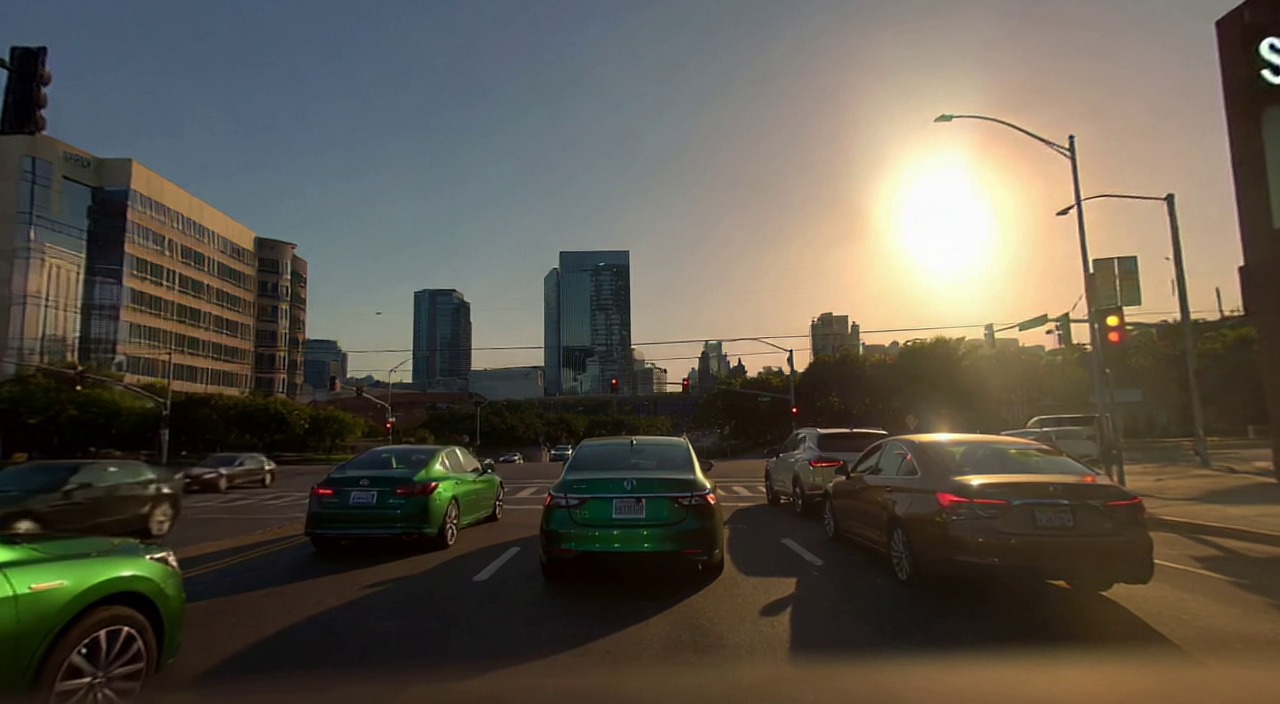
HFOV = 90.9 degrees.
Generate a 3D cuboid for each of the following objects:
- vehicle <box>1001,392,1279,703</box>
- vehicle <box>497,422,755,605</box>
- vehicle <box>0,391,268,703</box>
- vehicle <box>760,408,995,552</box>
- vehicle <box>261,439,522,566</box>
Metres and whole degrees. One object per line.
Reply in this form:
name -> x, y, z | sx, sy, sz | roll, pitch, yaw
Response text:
vehicle -> 3.937, 0.967, 3.096 | 1.800, 1.519, 4.198 | 0, -8, 0
vehicle -> -0.132, 1.652, 7.376 | 2.140, 1.499, 4.119 | 0, -8, 0
vehicle -> -3.480, 0.849, 1.830 | 2.016, 1.547, 4.414 | 0, -8, 1
vehicle -> 3.303, 1.869, 9.839 | 1.992, 1.744, 4.183 | 0, -8, 0
vehicle -> -3.304, 2.071, 9.533 | 1.995, 1.436, 4.373 | -1, -8, 3
